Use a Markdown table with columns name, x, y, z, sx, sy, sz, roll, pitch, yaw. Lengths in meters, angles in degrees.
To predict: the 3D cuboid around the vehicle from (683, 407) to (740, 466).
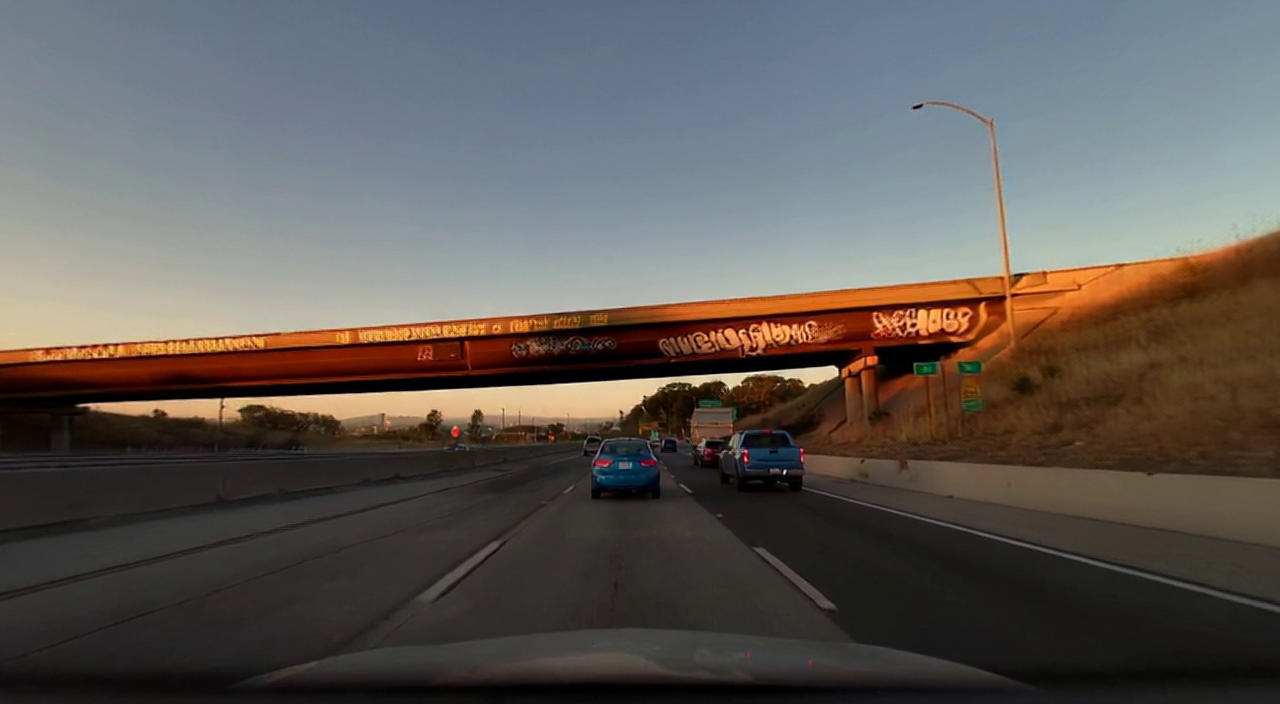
| name | x | y | z | sx | sy | sz | roll | pitch | yaw |
| --- | --- | --- | --- | --- | --- | --- | --- | --- | --- |
| vehicle | 4.438 | 5.503 | 40.552 | 2.873 | 3.408 | 7.323 | 0 | -8 | 1 |

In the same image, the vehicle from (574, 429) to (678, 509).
| name | x | y | z | sx | sy | sz | roll | pitch | yaw |
| --- | --- | --- | --- | --- | --- | --- | --- | --- | --- |
| vehicle | -0.280 | 2.761 | 15.332 | 2.193 | 1.651 | 3.946 | 0 | -8 | 1 |

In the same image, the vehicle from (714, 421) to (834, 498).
| name | x | y | z | sx | sy | sz | roll | pitch | yaw |
| --- | --- | --- | --- | --- | --- | --- | --- | --- | --- |
| vehicle | 3.739 | 3.163 | 18.979 | 2.311 | 1.922 | 5.977 | 0 | -8 | 0 |
